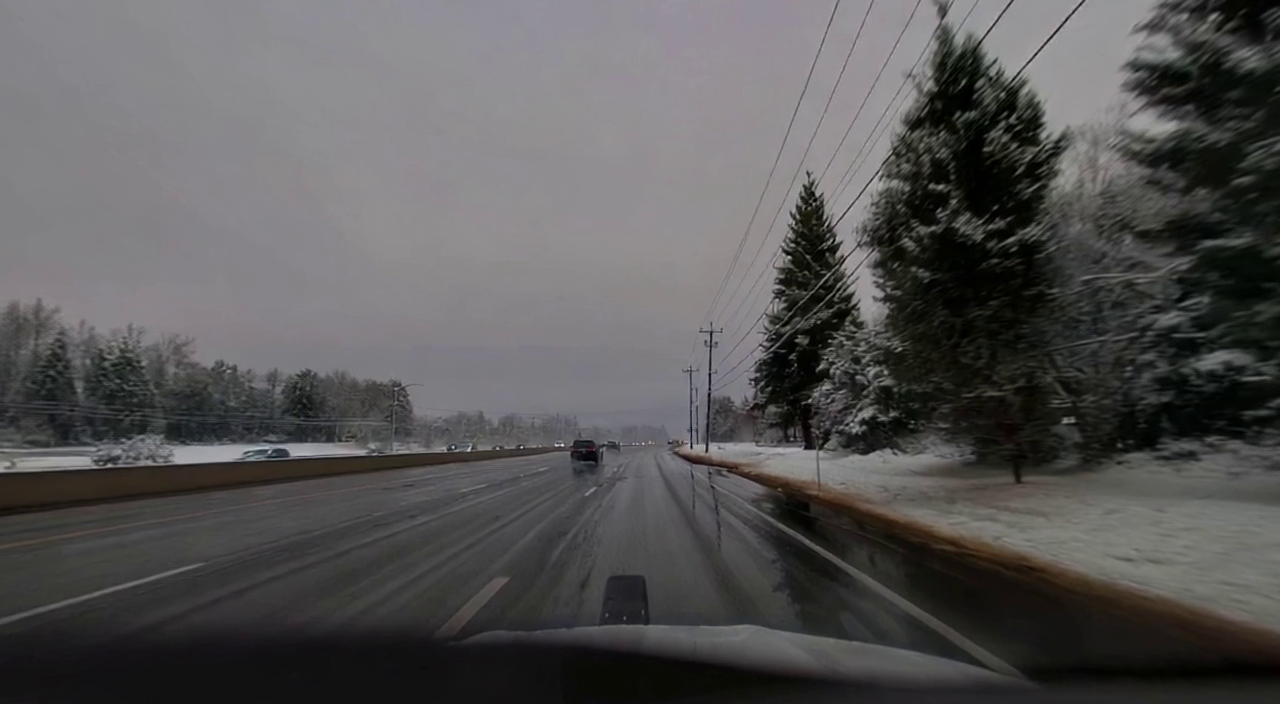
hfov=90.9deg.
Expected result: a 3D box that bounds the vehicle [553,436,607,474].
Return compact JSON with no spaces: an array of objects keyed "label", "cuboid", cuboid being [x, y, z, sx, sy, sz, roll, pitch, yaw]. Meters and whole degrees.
[{"label":"vehicle","cuboid":[-2.699,4.747,29.334,2.029,1.609,3.935,0,-8,2]}]
